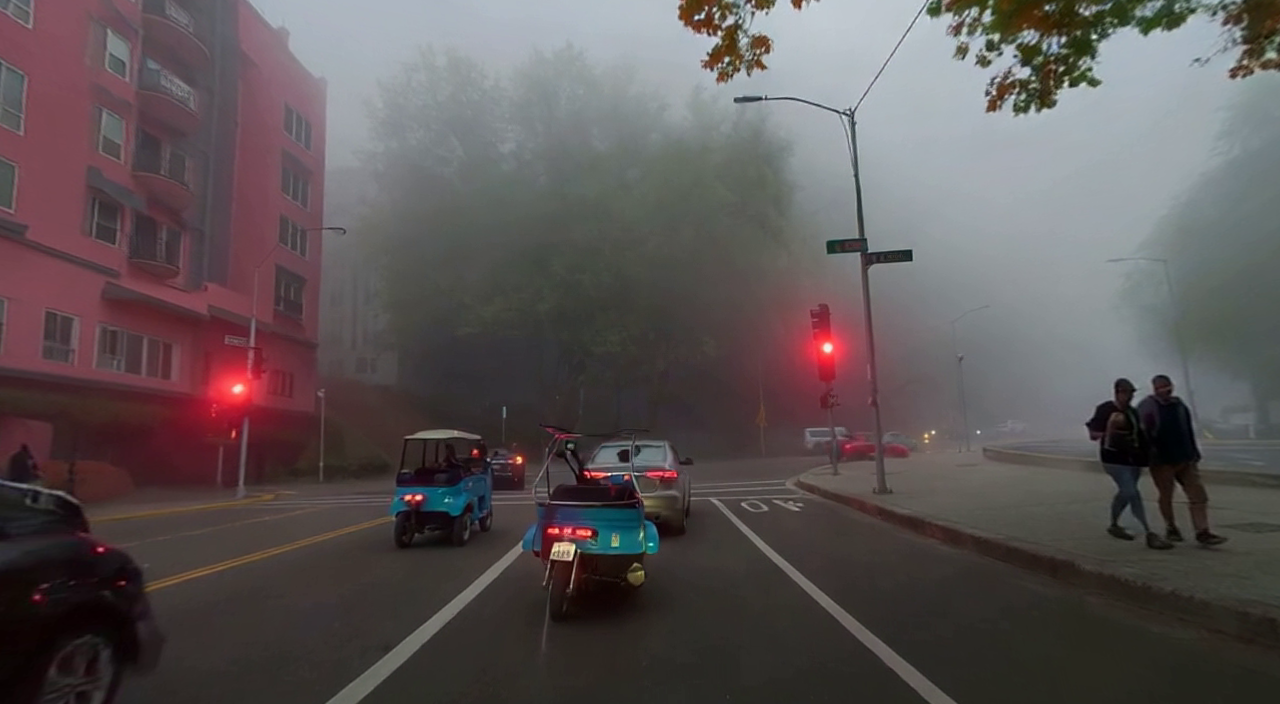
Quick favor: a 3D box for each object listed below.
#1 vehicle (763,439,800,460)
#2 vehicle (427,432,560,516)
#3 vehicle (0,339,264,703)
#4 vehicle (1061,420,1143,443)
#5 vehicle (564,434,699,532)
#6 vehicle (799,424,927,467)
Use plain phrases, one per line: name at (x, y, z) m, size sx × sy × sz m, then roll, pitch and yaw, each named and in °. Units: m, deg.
vehicle at (10.231, 7.086, 45.997) m, size 1.862 × 1.456 × 4.661 m, roll -1°, pitch -9°, yaw 3°
vehicle at (-3.125, 2.705, 14.420) m, size 1.935 × 1.615 × 4.073 m, roll -1°, pitch -9°, yaw 2°
vehicle at (-3.621, 0.755, 1.841) m, size 2.000 × 1.809 × 4.855 m, roll 0°, pitch -9°, yaw 0°
vehicle at (30.817, 5.339, 42.123) m, size 1.751 × 1.420 × 4.027 m, roll 8°, pitch -12°, yaw -43°
vehicle at (-0.097, 2.294, 11.606) m, size 2.025 × 1.458 × 4.085 m, roll -1°, pitch -9°, yaw 1°
vehicle at (10.111, 4.292, 28.896) m, size 5.226 × 1.840 × 2.016 m, roll -3°, pitch -9°, yaw 18°
